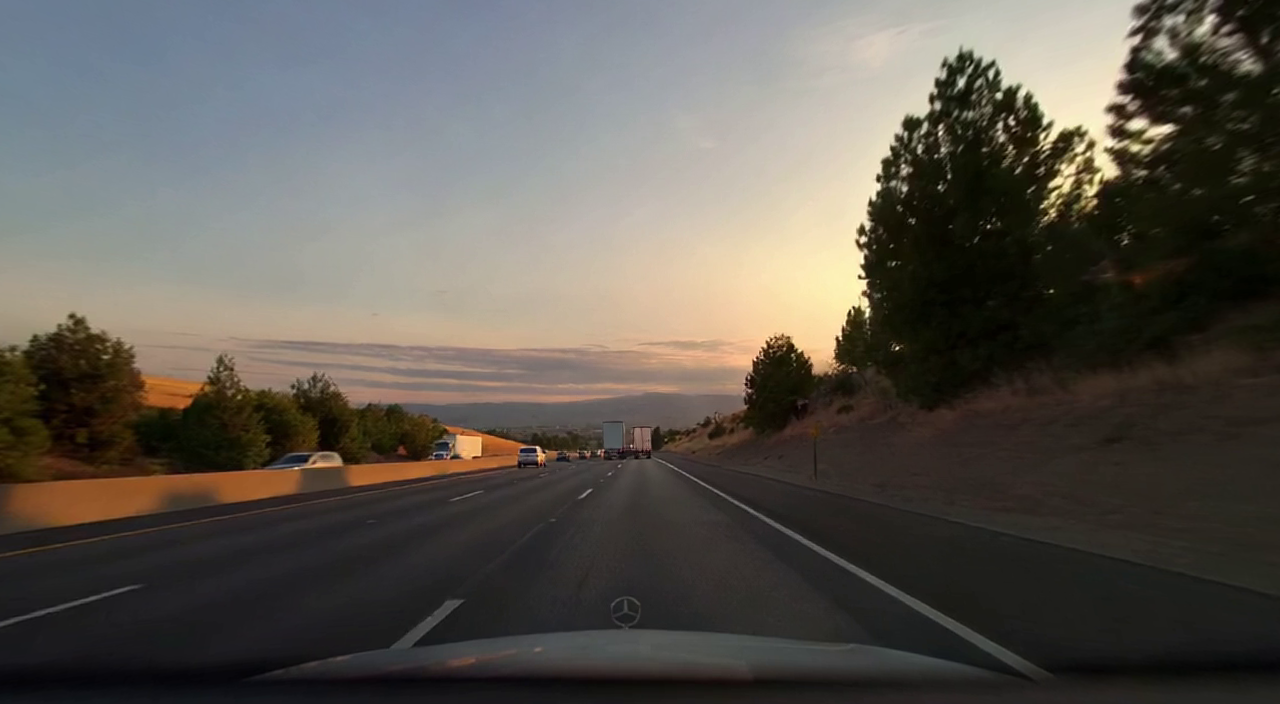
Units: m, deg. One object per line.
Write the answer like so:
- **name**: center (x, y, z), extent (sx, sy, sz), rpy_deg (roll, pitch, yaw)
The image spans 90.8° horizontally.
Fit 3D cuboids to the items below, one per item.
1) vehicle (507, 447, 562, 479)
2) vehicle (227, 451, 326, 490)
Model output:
- **vehicle**: center (-5.261, 5.590, 32.010), extent (2.091, 1.527, 4.455), rpy_deg (0, -9, -1)
- **vehicle**: center (-14.919, 4.853, 26.165), extent (1.778, 1.447, 3.821), rpy_deg (0, -9, 0)
